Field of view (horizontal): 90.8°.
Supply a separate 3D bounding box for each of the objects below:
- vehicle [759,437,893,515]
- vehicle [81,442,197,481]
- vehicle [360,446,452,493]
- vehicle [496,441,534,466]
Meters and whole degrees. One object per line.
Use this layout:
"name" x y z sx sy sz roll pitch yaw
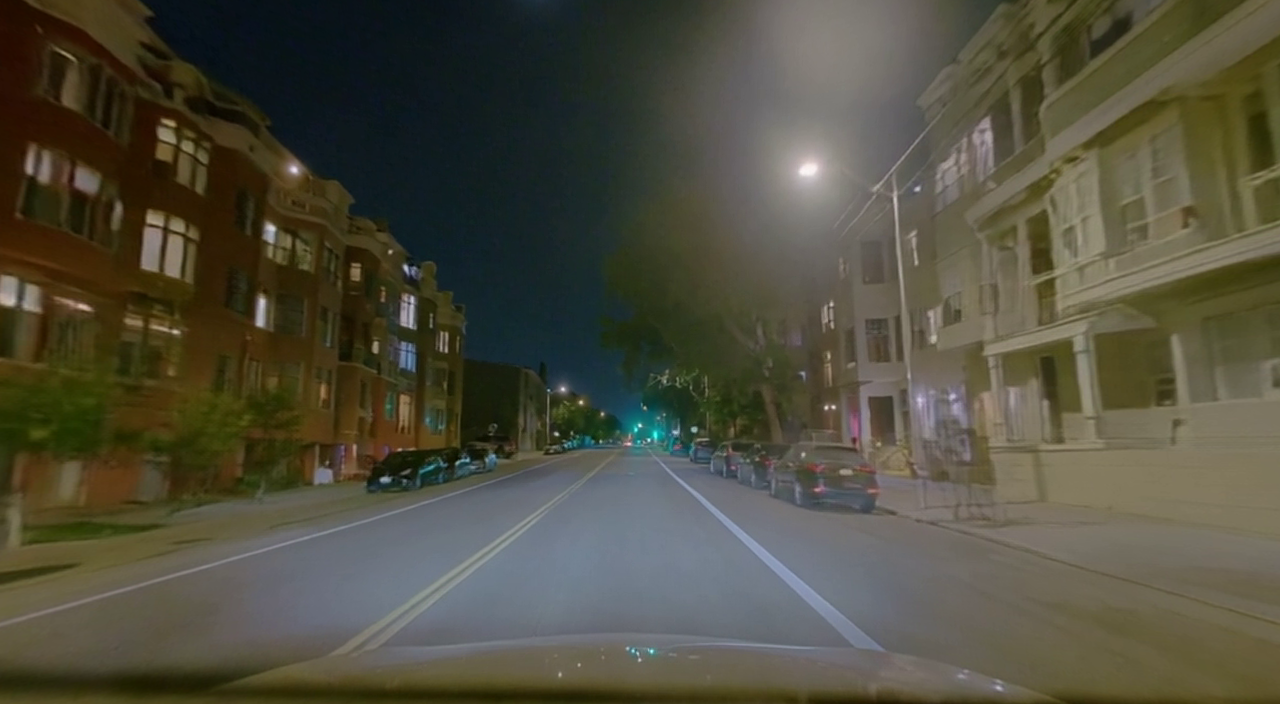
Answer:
"vehicle" 4.135 2.796 14.746 1.845 1.556 3.929 0 -8 -1
"vehicle" -20.475 4.453 26.034 1.800 1.475 3.604 0 -8 -1
"vehicle" -8.175 4.114 22.472 1.852 1.482 3.916 -1 -9 -2
"vehicle" -8.311 6.761 42.344 1.883 1.565 3.655 -2 -8 -1
